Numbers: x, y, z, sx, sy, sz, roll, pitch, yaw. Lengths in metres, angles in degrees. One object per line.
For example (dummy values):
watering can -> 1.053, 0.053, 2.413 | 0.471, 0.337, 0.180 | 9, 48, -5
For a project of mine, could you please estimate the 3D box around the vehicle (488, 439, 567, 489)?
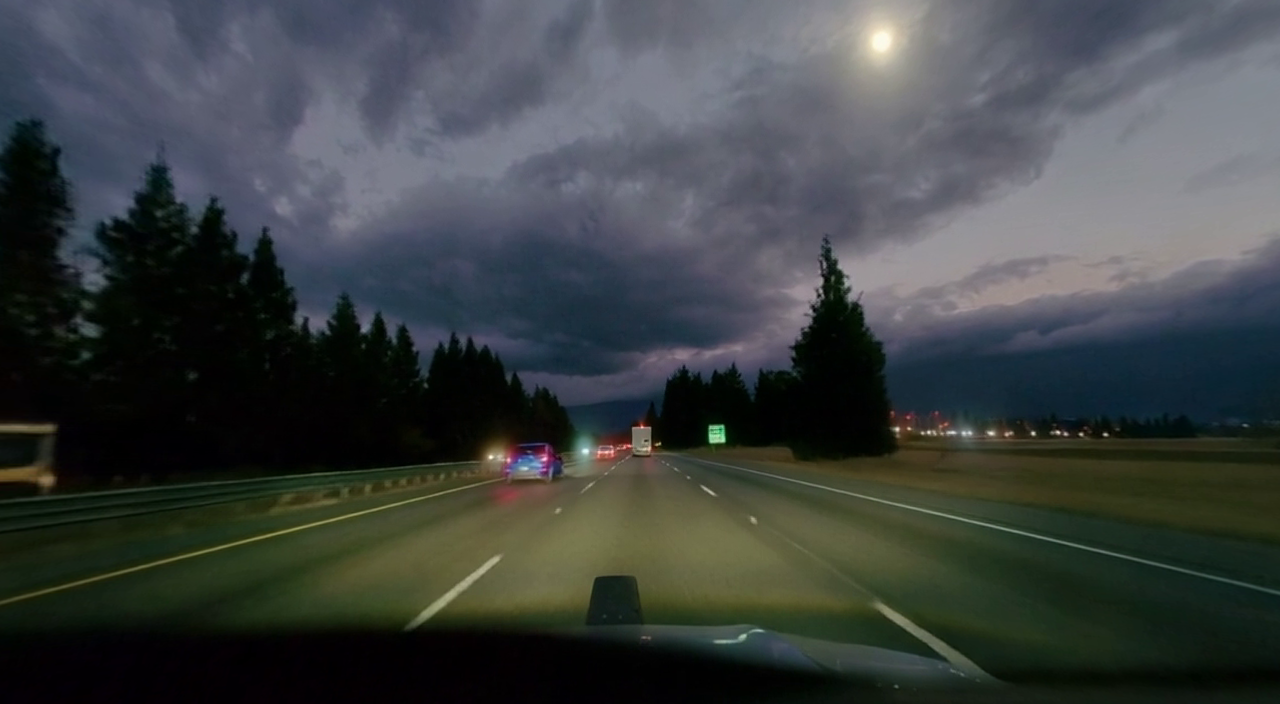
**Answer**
vehicle -> -3.825, 3.890, 22.143 | 2.018, 1.548, 3.849 | 0, -9, 0
